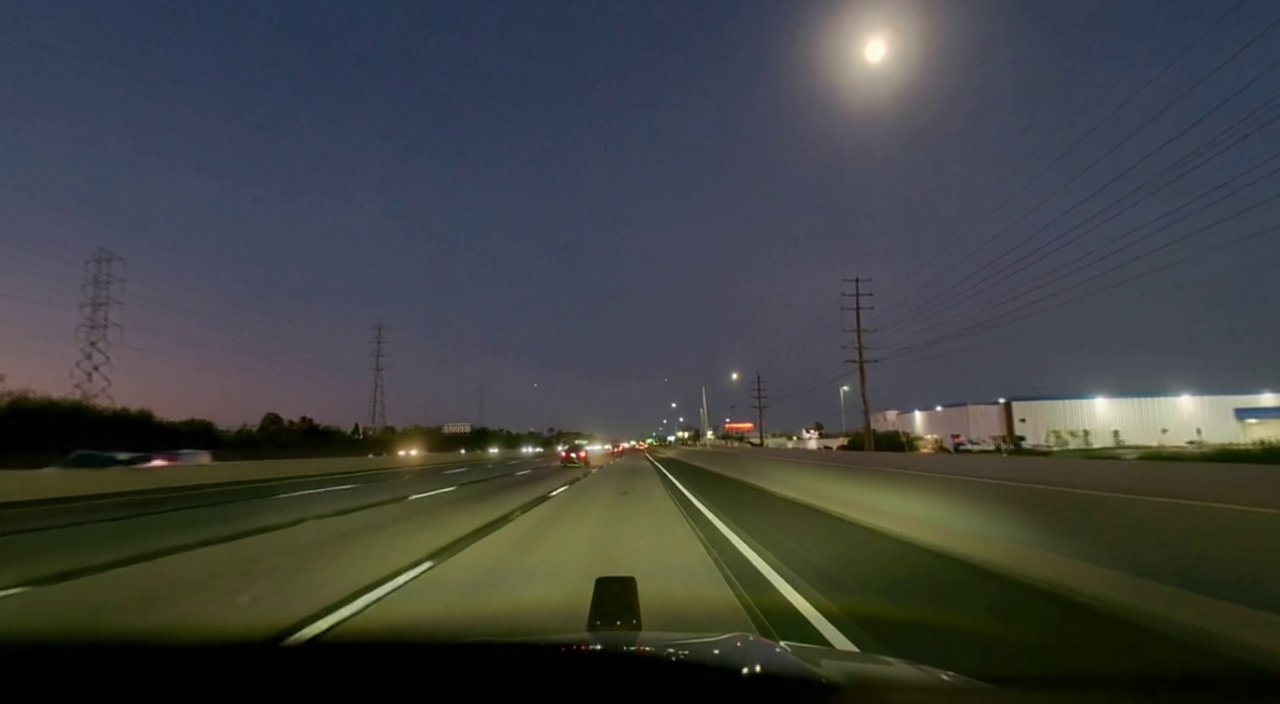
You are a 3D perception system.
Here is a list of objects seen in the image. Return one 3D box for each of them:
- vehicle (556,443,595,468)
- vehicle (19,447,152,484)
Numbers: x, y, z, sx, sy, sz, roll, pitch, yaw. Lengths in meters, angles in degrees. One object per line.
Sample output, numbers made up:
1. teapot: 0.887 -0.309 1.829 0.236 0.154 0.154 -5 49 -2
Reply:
1. vehicle: -4.030 6.555 40.120 1.940 1.479 4.545 0 -8 1
2. vehicle: -25.183 5.129 28.967 1.881 1.525 4.594 0 -8 0
